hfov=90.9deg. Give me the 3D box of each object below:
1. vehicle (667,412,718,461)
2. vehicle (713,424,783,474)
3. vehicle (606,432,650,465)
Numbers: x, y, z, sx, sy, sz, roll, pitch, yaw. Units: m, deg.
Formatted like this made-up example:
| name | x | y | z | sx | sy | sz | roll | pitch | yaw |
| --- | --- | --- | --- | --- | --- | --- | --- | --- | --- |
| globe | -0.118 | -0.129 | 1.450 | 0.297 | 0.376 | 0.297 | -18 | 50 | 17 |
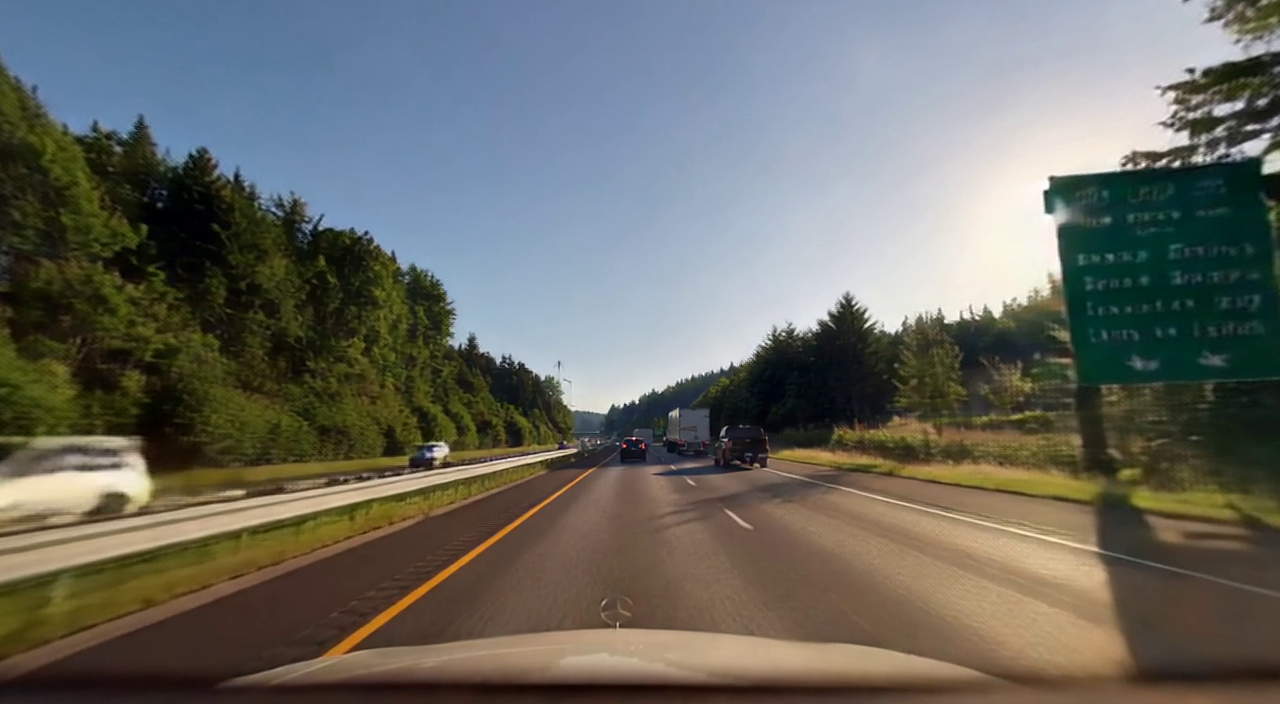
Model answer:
| name | x | y | z | sx | sy | sz | roll | pitch | yaw |
| --- | --- | --- | --- | --- | --- | --- | --- | --- | --- |
| vehicle | 3.416 | 5.771 | 43.046 | 2.728 | 3.053 | 7.708 | 0 | -8 | 0 |
| vehicle | 4.397 | 3.994 | 26.290 | 2.073 | 1.905 | 4.023 | 0 | -8 | -2 |
| vehicle | -0.639 | 5.189 | 34.086 | 2.206 | 1.681 | 4.111 | 0 | -8 | -1 |
